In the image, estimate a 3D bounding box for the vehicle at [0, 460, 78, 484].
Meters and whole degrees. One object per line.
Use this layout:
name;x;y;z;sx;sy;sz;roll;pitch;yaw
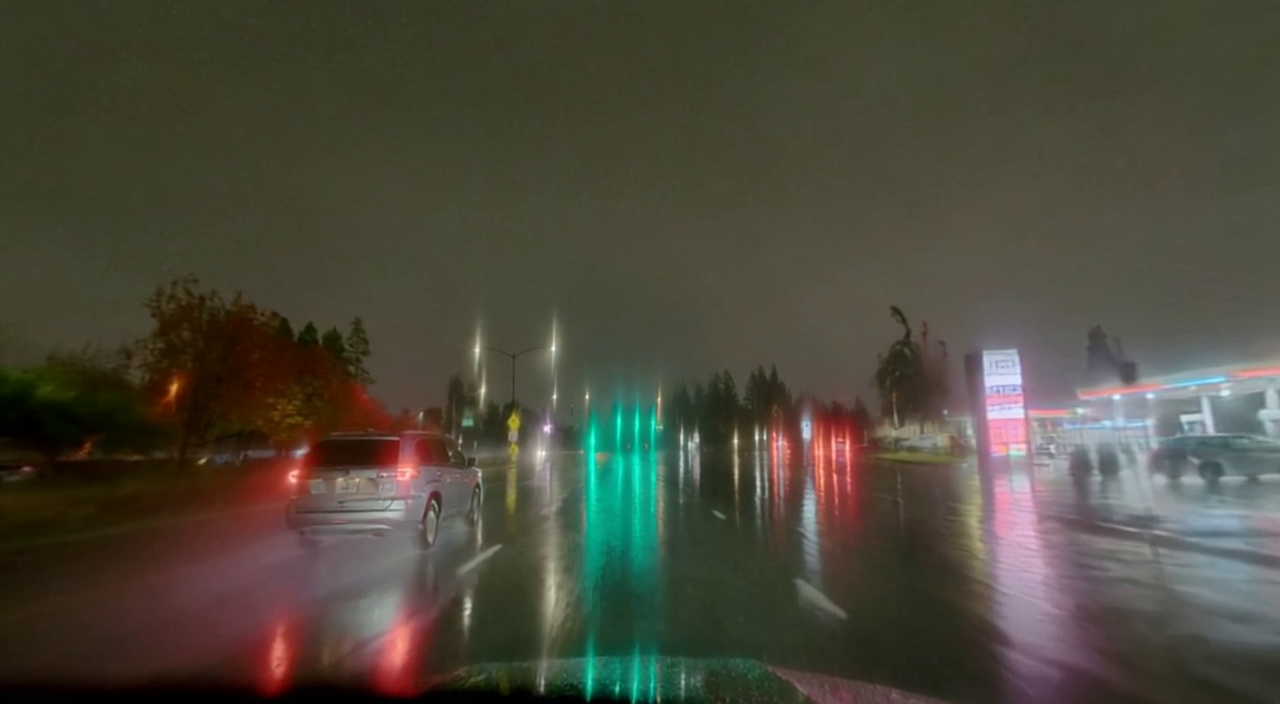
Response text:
vehicle;-39.220;7.741;40.855;1.622;1.345;4.259;-1;-8;-1

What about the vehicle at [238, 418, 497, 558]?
vehicle;-3.799;1.975;9.942;2.039;1.656;4.710;0;-8;-1

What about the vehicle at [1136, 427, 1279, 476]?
vehicle;18.665;3.136;19.856;4.398;1.457;1.806;-1;-8;2
